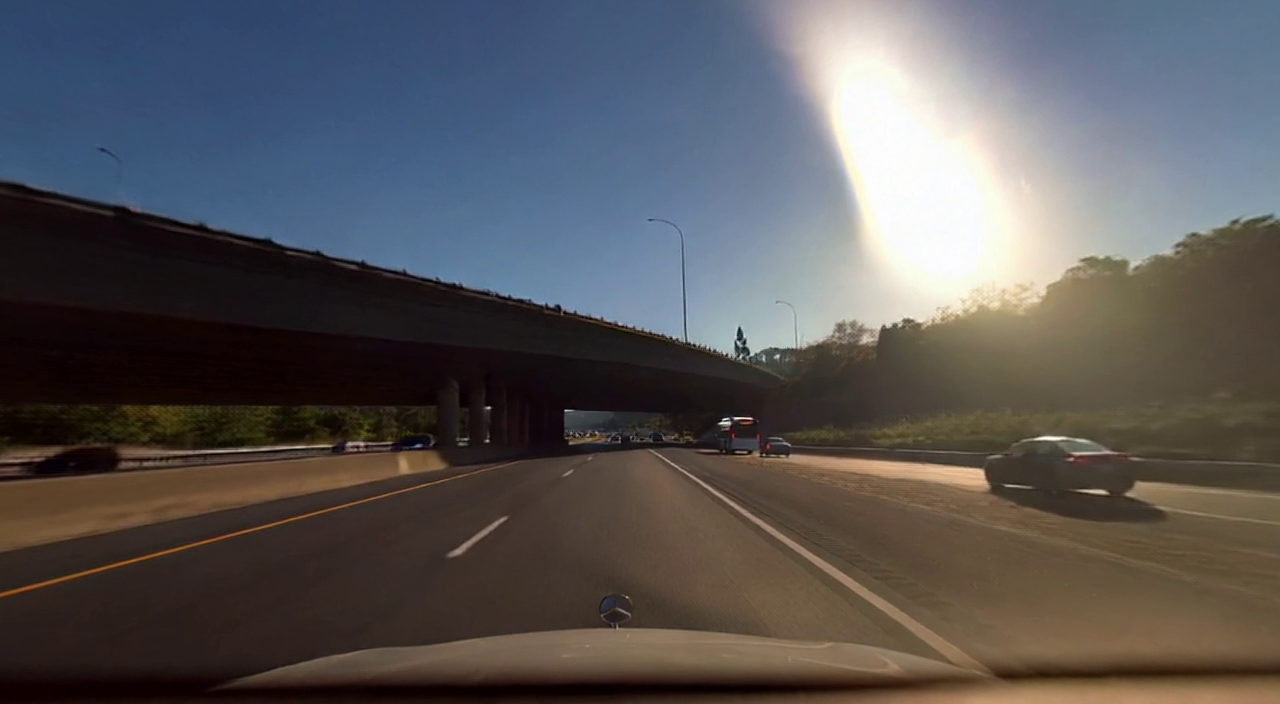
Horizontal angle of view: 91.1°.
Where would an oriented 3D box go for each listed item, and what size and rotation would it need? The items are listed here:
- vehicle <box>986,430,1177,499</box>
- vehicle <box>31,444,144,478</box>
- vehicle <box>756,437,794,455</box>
[{"bbox_3d":[10.561,2.673,15.460,1.880,1.460,3.770,0,-8,-1],"label":"vehicle"},{"bbox_3d":[-25.445,5.001,29.155,1.723,1.419,4.036,0,-8,-3],"label":"vehicle"},{"bbox_3d":[10.358,7.240,48.543,1.866,1.359,4.218,0,-8,-2],"label":"vehicle"}]
